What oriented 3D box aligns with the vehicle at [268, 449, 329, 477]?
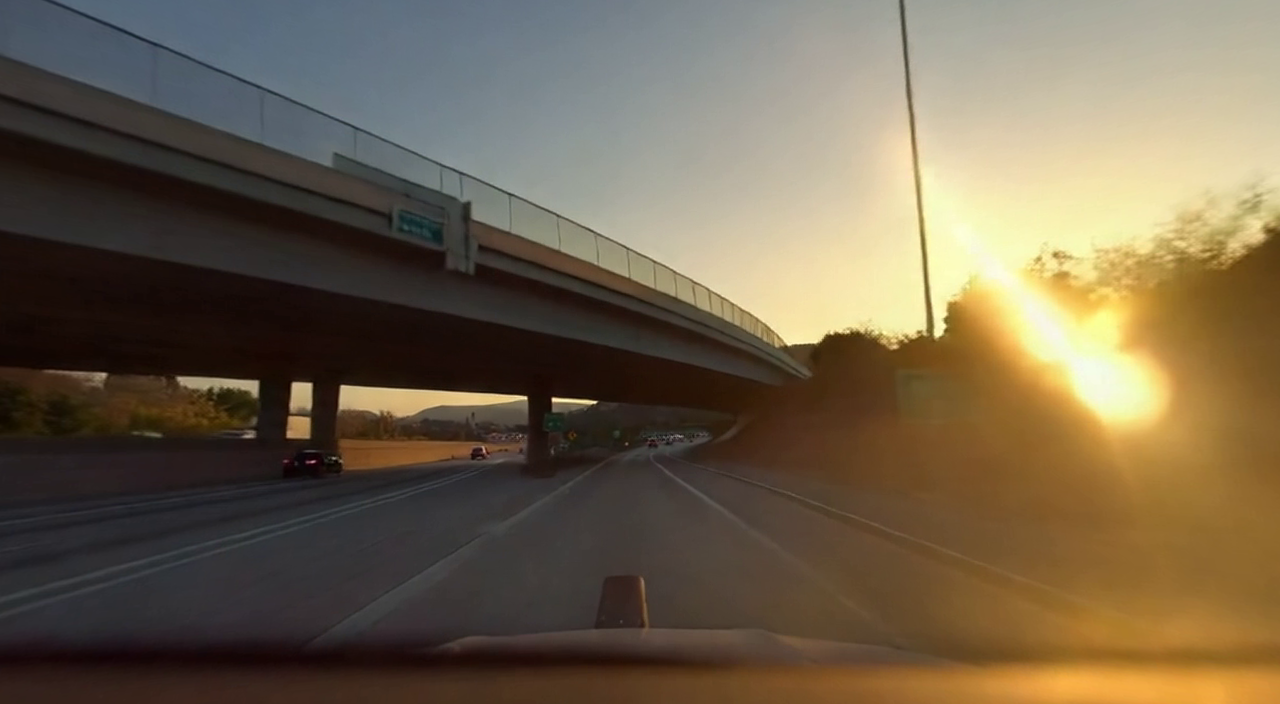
[{"bbox_3d":[-23.201,7.520,42.958,2.093,1.735,4.285,0,-9,-6],"label":"vehicle"}]
